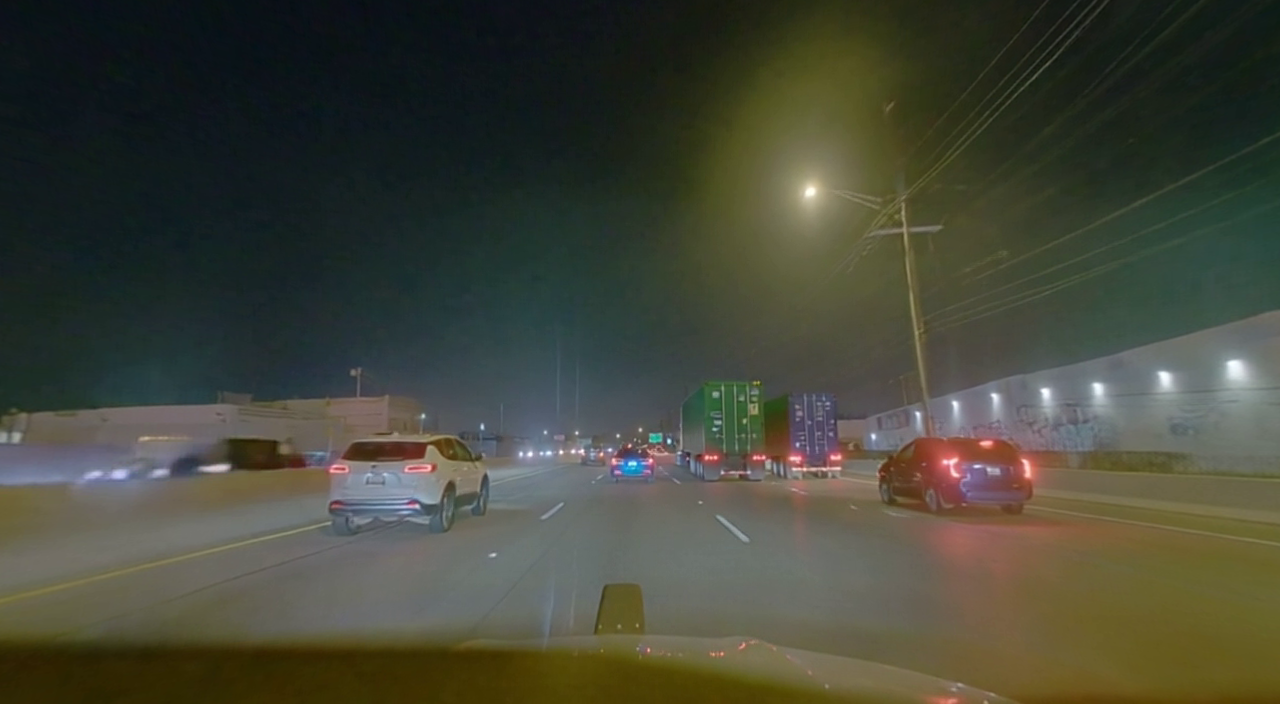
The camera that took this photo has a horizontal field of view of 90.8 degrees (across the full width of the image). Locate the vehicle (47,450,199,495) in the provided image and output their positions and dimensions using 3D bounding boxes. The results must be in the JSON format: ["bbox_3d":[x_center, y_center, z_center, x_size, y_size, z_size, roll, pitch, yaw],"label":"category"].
[{"bbox_3d":[-18.903,4.391,23.428,1.905,1.483,4.429,0,-9,-1],"label":"vehicle"}]

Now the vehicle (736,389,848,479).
[{"bbox_3d":[7.775,4.625,34.735,2.868,4.017,12.827,0,-9,0],"label":"vehicle"}]

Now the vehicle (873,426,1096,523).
[{"bbox_3d":[7.079,2.561,13.752,2.202,1.731,4.628,0,-9,0],"label":"vehicle"}]

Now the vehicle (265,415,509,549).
[{"bbox_3d":[-3.941,2.128,10.971,2.264,1.804,4.584,0,-9,1],"label":"vehicle"}]

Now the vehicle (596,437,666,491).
[{"bbox_3d":[-0.277,3.842,21.931,2.191,1.685,4.015,0,-9,0],"label":"vehicle"}]

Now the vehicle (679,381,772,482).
[{"bbox_3d":[3.864,4.199,32.118,2.800,4.039,13.179,0,-9,0],"label":"vehicle"}]

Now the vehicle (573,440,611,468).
[{"bbox_3d":[-3.378,7.268,45.098,2.243,1.820,4.473,0,-9,1],"label":"vehicle"}]

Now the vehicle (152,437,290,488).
[{"bbox_3d":[-14.663,3.896,22.474,1.937,1.610,4.382,0,-9,-1],"label":"vehicle"}]
